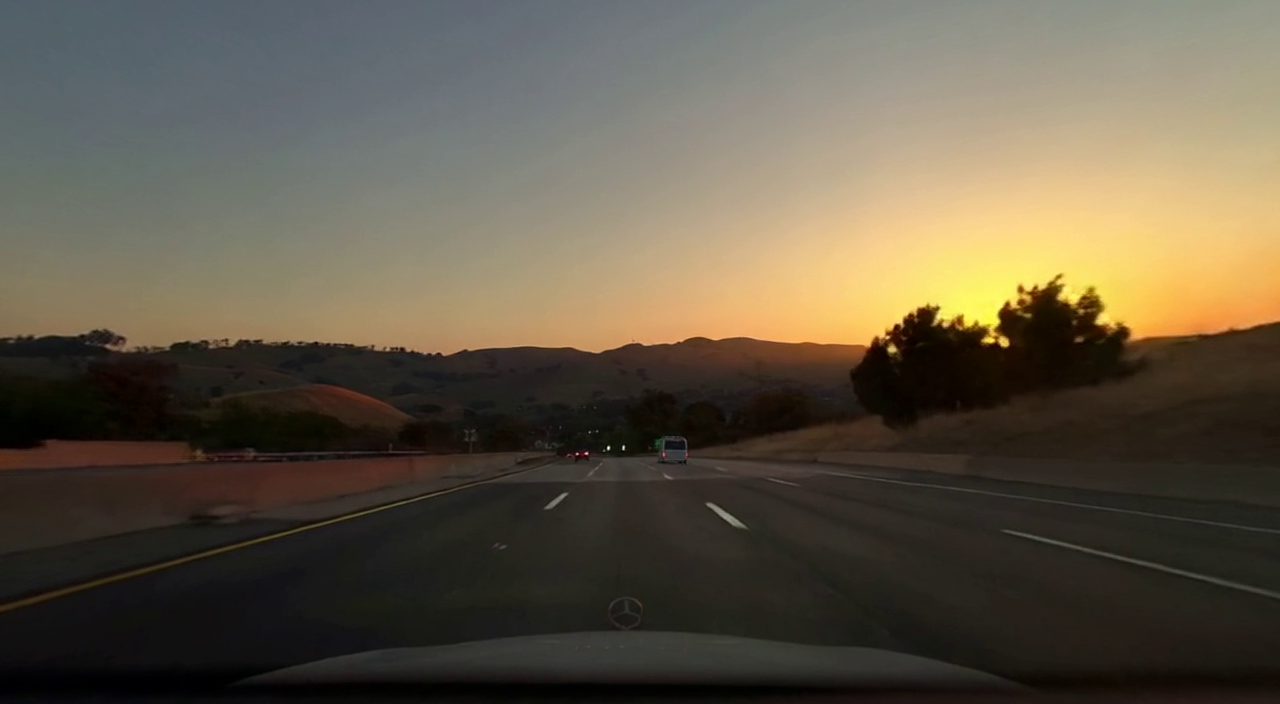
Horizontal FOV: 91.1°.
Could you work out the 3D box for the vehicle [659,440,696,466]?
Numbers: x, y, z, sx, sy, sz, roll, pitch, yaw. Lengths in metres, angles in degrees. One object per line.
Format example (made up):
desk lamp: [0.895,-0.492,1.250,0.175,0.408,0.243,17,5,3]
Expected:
vehicle: [2.739,7.567,47.269,2.233,1.861,4.494,0,-8,-4]
